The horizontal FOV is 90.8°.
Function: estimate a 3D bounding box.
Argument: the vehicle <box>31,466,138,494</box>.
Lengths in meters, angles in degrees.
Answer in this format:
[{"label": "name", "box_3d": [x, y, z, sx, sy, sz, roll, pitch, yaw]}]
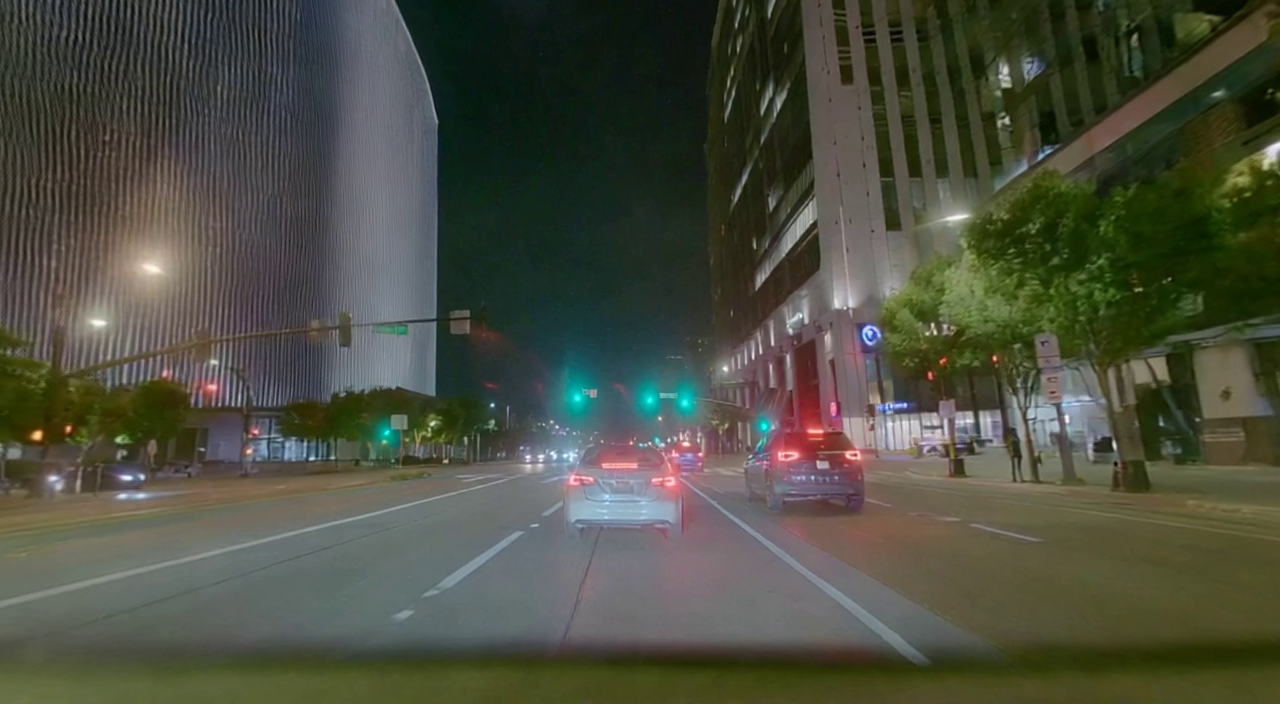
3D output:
[{"label": "vehicle", "box_3d": [-34.804, 8.018, 39.688, 4.470, 1.556, 2.231, 1, -8, -3]}]

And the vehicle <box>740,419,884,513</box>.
[{"label": "vehicle", "box_3d": [3.665, 2.488, 14.379, 2.078, 1.799, 4.089, 0, -7, -1]}]

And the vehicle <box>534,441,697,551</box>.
[{"label": "vehicle", "box_3d": [-0.358, 2.188, 10.376, 2.144, 1.398, 3.963, 0, -7, -1]}]
